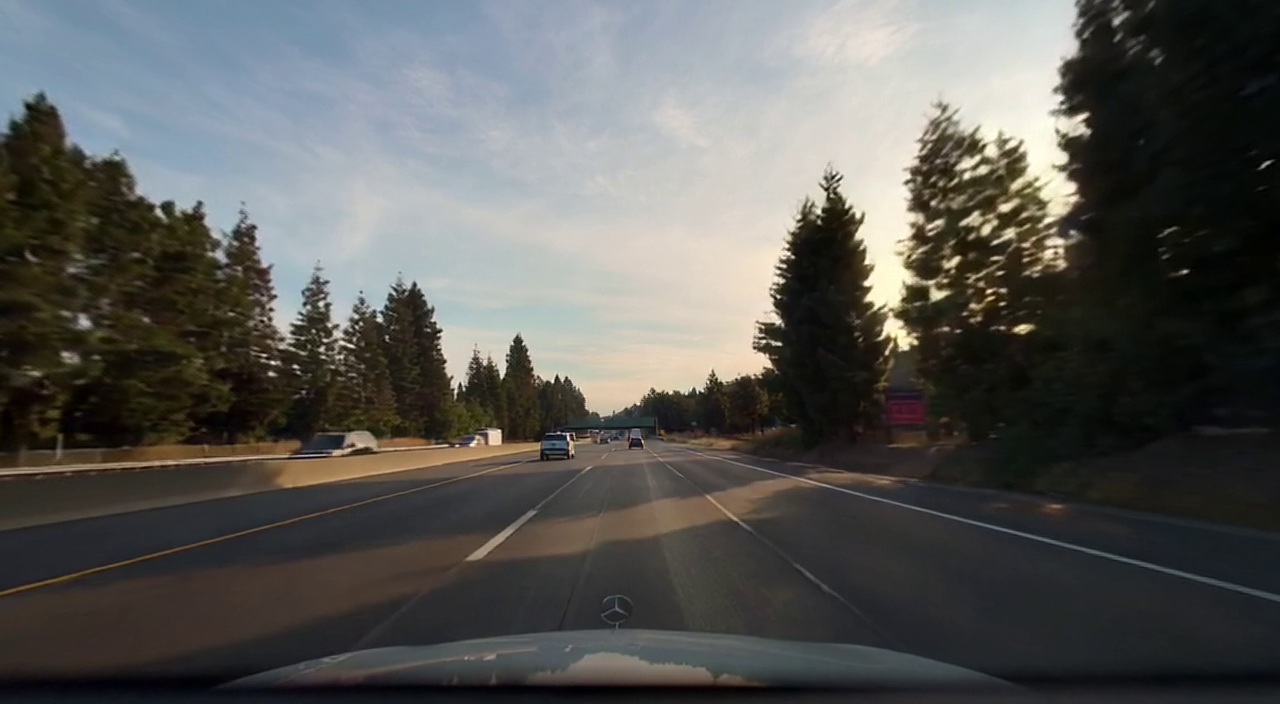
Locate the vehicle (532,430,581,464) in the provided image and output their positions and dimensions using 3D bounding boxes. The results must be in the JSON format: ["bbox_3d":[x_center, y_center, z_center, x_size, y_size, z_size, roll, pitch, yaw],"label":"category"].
[{"bbox_3d":[-4.296,4.923,32.883,2.003,1.626,4.256,0,-8,0],"label":"vehicle"}]

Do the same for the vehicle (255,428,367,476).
[{"bbox_3d":[-12.257,3.734,23.858,1.935,1.645,4.299,0,-8,-1],"label":"vehicle"}]
